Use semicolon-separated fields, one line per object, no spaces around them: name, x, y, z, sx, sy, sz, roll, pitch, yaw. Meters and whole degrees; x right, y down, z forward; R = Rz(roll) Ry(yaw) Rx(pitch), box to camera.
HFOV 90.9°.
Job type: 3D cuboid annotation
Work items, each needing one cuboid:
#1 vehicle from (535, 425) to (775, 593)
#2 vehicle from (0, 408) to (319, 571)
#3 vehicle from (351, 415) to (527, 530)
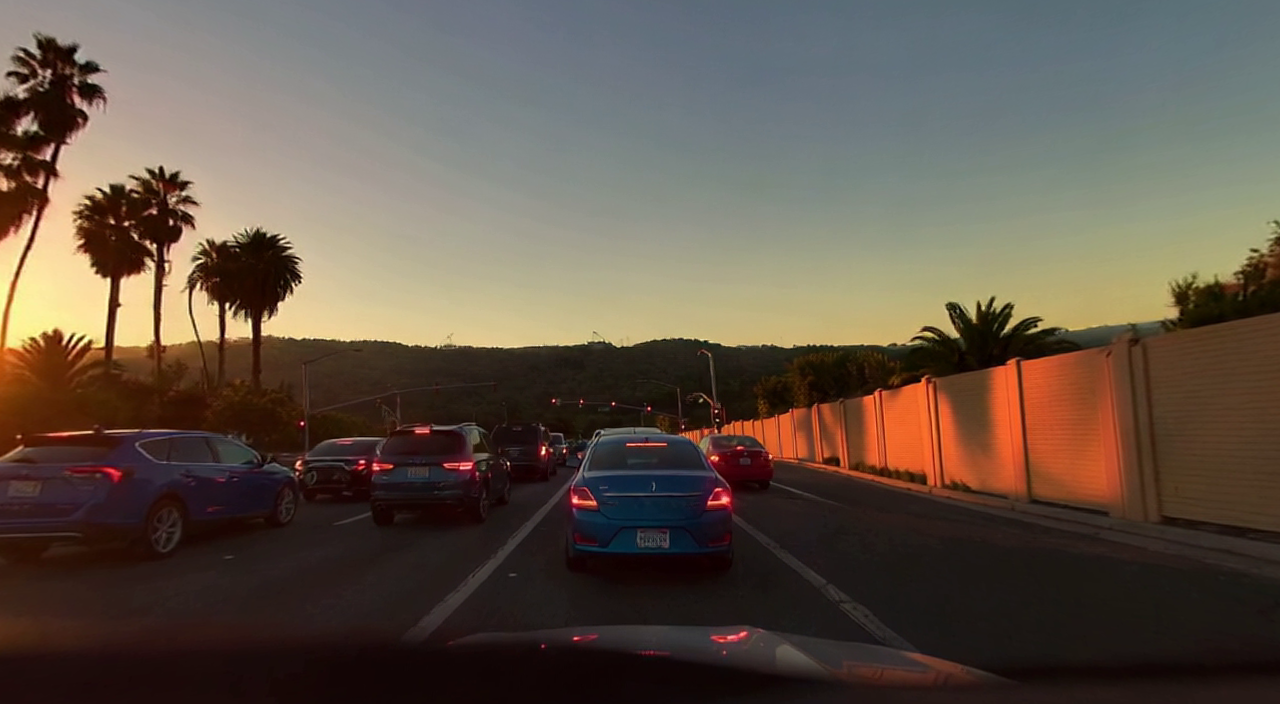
vehicle;0.063;1.718;7.816;2.128;1.473;4.272;0;-8;-2
vehicle;-6.679;1.788;8.974;1.963;1.721;4.467;0;-8;-2
vehicle;-3.469;2.165;11.850;2.007;1.746;4.136;0;-8;-1
